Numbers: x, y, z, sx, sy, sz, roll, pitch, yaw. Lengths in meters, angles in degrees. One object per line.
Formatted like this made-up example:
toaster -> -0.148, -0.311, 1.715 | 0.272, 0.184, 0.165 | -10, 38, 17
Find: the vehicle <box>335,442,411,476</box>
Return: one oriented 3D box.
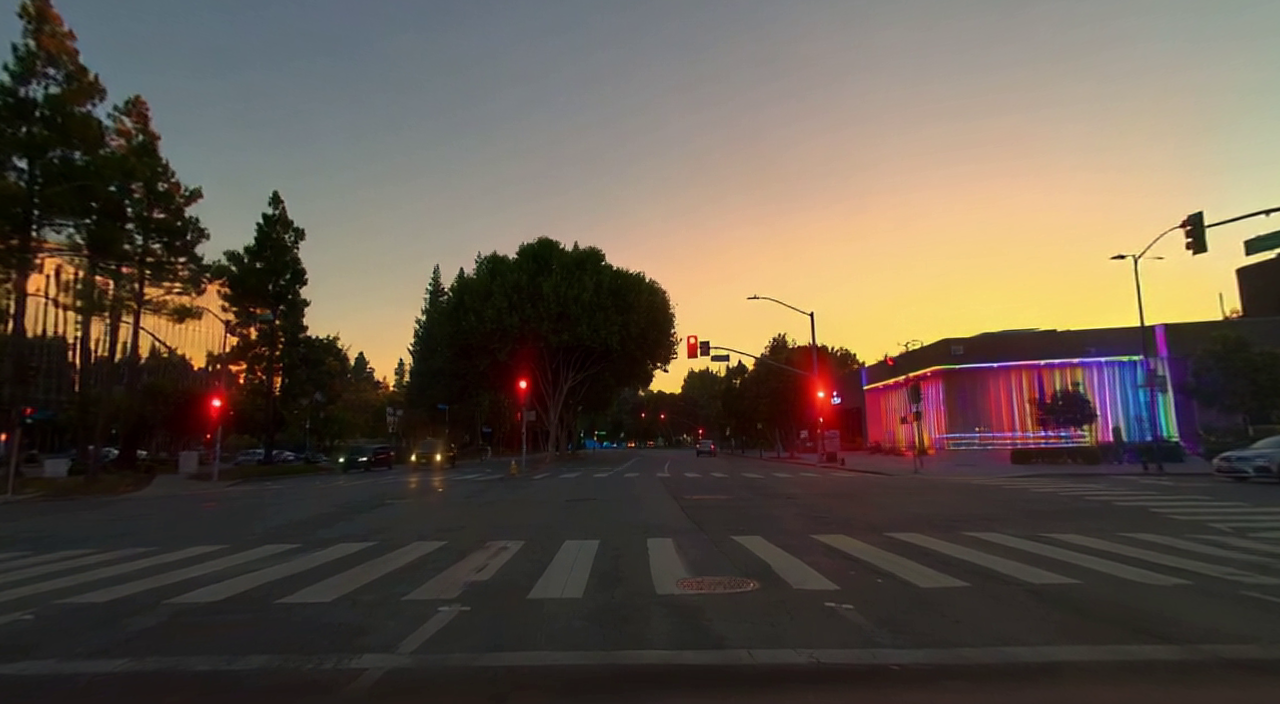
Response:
vehicle -> -14.832, 5.926, 35.367 | 2.169, 1.753, 4.640 | 0, -8, 1
